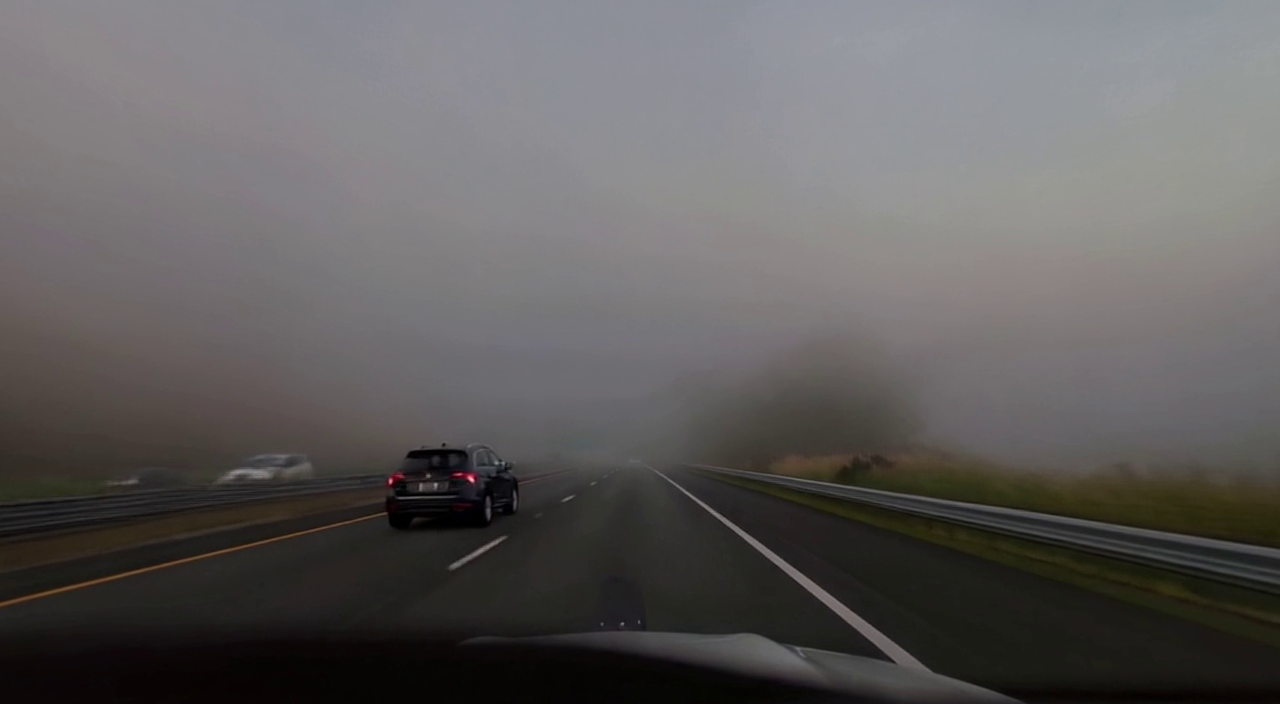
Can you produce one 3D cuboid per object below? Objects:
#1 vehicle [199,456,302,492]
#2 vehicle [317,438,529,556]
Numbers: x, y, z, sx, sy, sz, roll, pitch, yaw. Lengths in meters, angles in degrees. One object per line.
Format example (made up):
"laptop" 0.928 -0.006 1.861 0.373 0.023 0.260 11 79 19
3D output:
"vehicle" -18.040 5.653 29.462 1.921 1.484 4.504 0 -9 0
"vehicle" -3.554 2.461 11.455 2.135 1.686 4.517 0 -9 1
